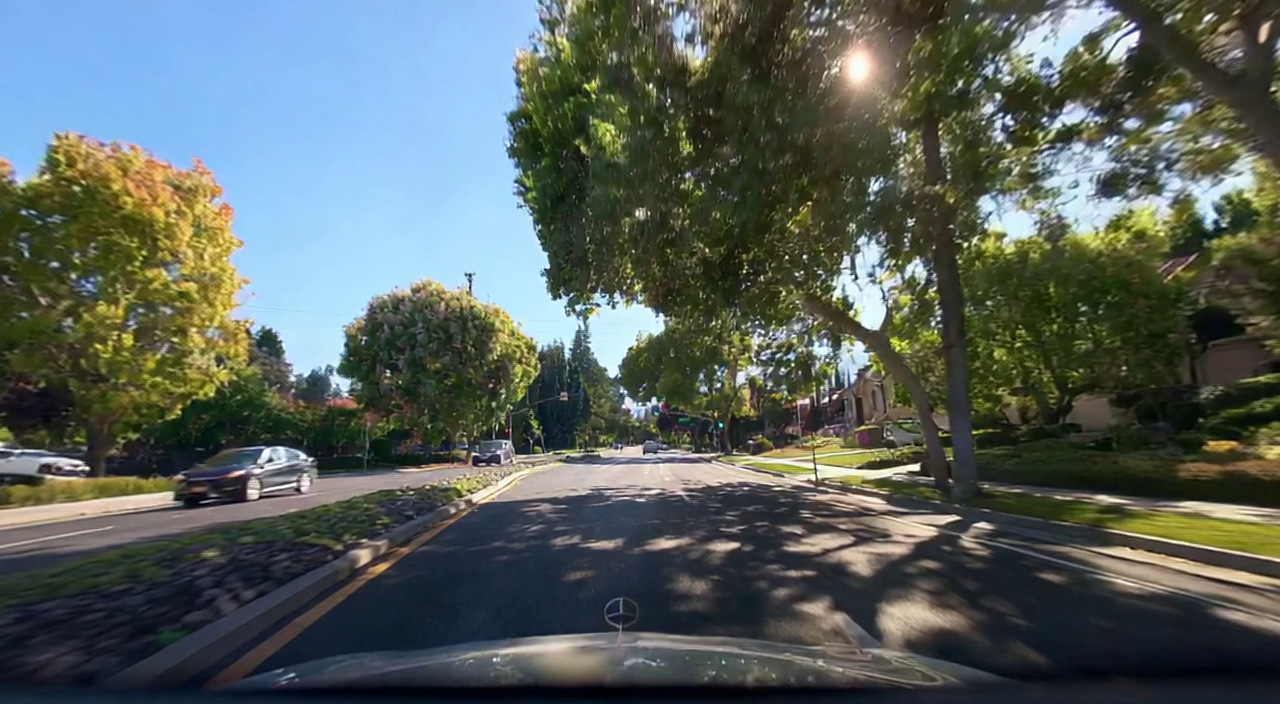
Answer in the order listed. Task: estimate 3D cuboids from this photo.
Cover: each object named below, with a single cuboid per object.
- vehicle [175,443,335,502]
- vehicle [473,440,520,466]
[{"bbox_3d":[-11.599,3.626,19.522,1.948,1.558,4.672,-1,-9,1],"label":"vehicle"},{"bbox_3d":[-11.240,7.931,49.856,2.174,1.855,5.452,-1,-9,3],"label":"vehicle"}]
